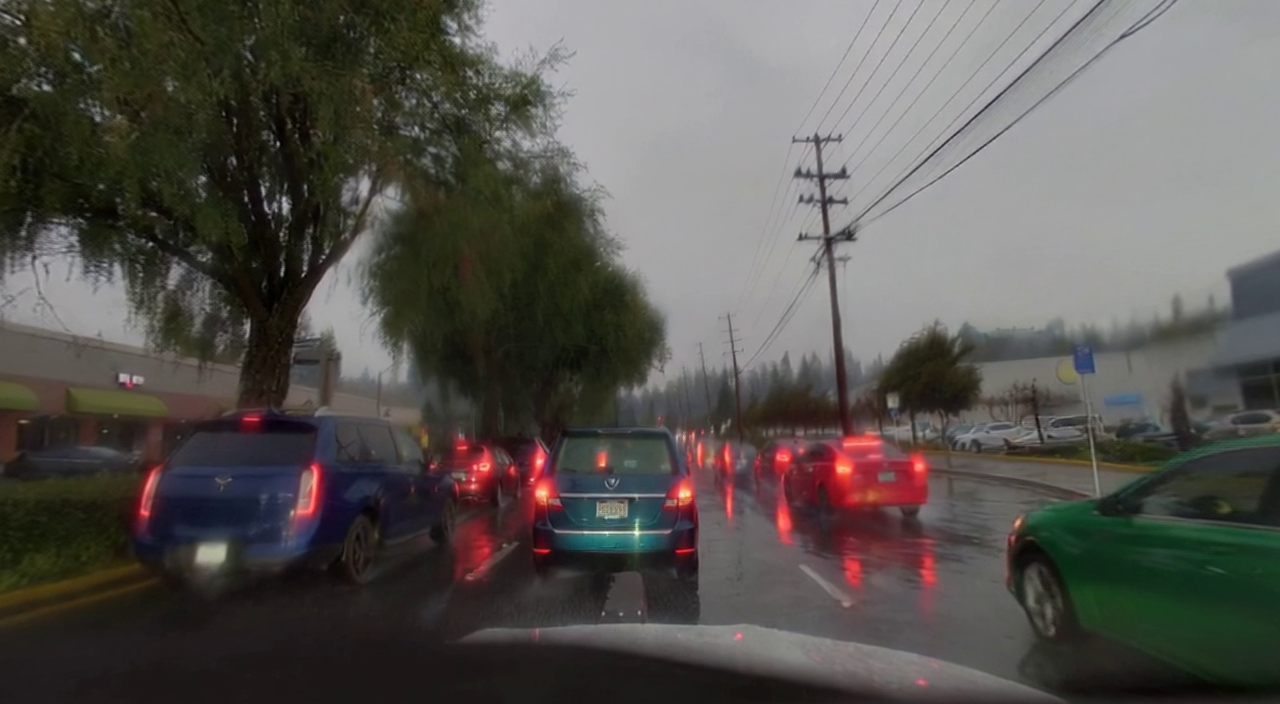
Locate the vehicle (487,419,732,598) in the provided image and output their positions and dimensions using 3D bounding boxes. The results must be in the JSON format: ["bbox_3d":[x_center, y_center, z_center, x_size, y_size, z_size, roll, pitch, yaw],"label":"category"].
[{"bbox_3d":[-0.316,1.632,7.397,2.097,1.511,3.809,0,-9,-2],"label":"vehicle"}]

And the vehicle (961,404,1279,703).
[{"bbox_3d":[3.632,1.002,2.882,1.929,1.479,4.723,0,-9,1],"label":"vehicle"}]

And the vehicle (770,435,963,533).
[{"bbox_3d":[3.919,2.347,11.867,1.909,1.473,4.361,0,-9,-1],"label":"vehicle"}]

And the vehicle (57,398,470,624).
[{"bbox_3d":[-3.436,1.525,6.998,1.979,1.697,4.254,0,-9,-1],"label":"vehicle"}]
